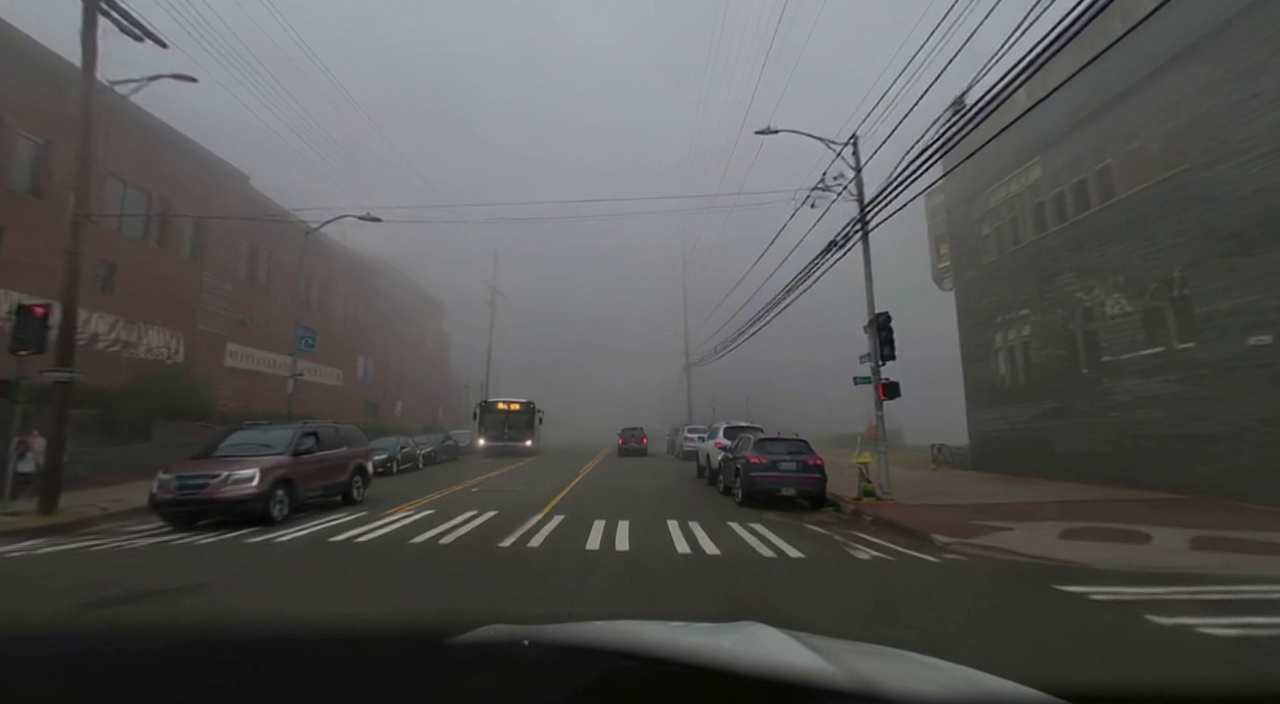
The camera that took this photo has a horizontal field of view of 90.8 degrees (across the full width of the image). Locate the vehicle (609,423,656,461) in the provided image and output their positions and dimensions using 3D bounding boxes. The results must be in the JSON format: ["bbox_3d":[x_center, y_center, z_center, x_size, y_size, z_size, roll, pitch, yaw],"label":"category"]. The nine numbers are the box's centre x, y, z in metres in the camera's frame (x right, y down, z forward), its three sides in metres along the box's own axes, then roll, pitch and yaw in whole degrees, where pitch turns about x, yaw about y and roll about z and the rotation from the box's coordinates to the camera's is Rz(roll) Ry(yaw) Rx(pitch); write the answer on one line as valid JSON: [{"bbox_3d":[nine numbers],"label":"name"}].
[{"bbox_3d":[-0.401,4.520,31.886,2.190,1.783,4.048,0,-8,-1],"label":"vehicle"}]

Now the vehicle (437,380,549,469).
[{"bbox_3d":[-6.480,3.646,30.334,3.297,3.342,12.875,1,-8,-5],"label":"vehicle"}]

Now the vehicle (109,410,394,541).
[{"bbox_3d":[-7.188,2.325,12.741,2.127,2.034,5.559,0,-8,1],"label":"vehicle"}]

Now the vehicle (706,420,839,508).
[{"bbox_3d":[2.937,2.664,15.161,2.171,1.751,4.373,1,-10,-1],"label":"vehicle"}]
